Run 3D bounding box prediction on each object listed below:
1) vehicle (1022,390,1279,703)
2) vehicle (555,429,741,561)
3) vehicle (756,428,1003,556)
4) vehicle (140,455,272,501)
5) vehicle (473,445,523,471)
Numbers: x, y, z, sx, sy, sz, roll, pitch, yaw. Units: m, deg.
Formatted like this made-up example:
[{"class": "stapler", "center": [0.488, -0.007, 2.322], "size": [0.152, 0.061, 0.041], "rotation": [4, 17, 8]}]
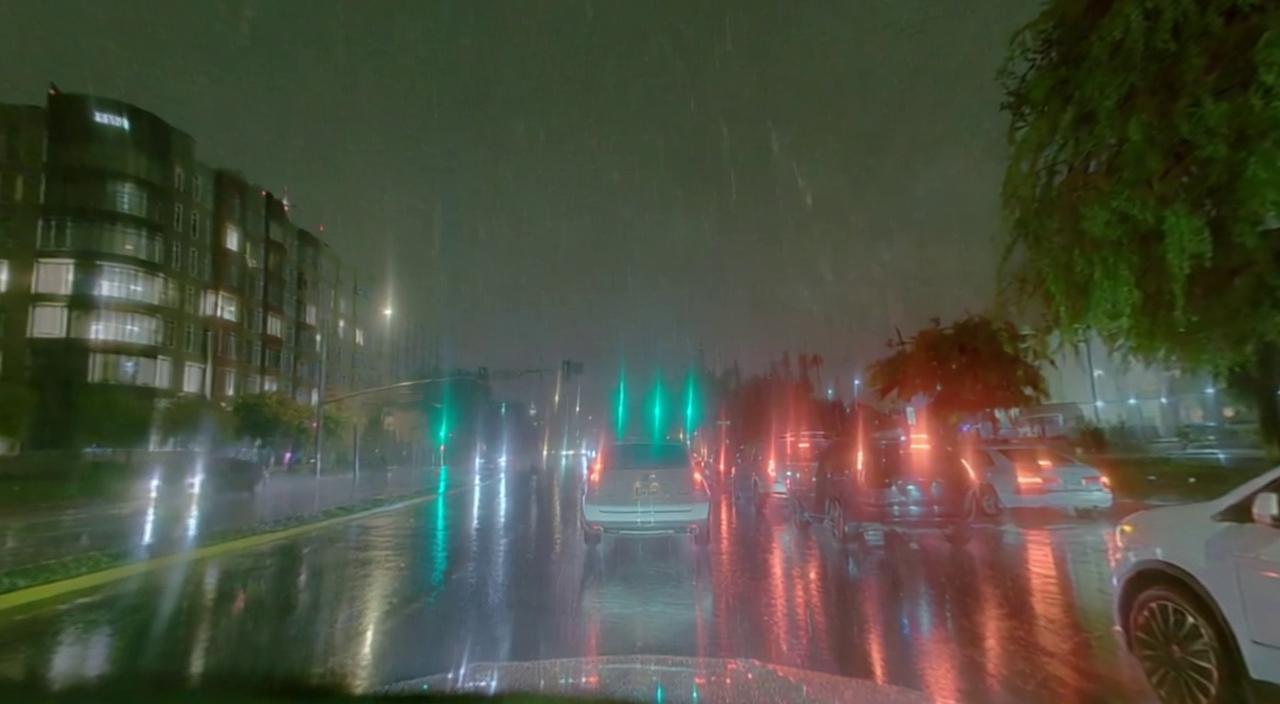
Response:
[{"class": "vehicle", "center": [3.219, 0.749, 1.296], "size": [1.982, 1.491, 4.664], "rotation": [0, -8, 1]}, {"class": "vehicle", "center": [0.057, 1.926, 9.281], "size": [2.105, 1.474, 4.127], "rotation": [0, -8, -1]}, {"class": "vehicle", "center": [3.256, 1.992, 9.792], "size": [1.995, 1.483, 4.533], "rotation": [0, -8, -1]}, {"class": "vehicle", "center": [-16.190, 4.693, 23.922], "size": [1.848, 1.447, 4.501], "rotation": [0, -8, -1]}, {"class": "vehicle", "center": [-9.079, 6.812, 40.843], "size": [2.000, 1.519, 4.964], "rotation": [0, -8, 1]}]
